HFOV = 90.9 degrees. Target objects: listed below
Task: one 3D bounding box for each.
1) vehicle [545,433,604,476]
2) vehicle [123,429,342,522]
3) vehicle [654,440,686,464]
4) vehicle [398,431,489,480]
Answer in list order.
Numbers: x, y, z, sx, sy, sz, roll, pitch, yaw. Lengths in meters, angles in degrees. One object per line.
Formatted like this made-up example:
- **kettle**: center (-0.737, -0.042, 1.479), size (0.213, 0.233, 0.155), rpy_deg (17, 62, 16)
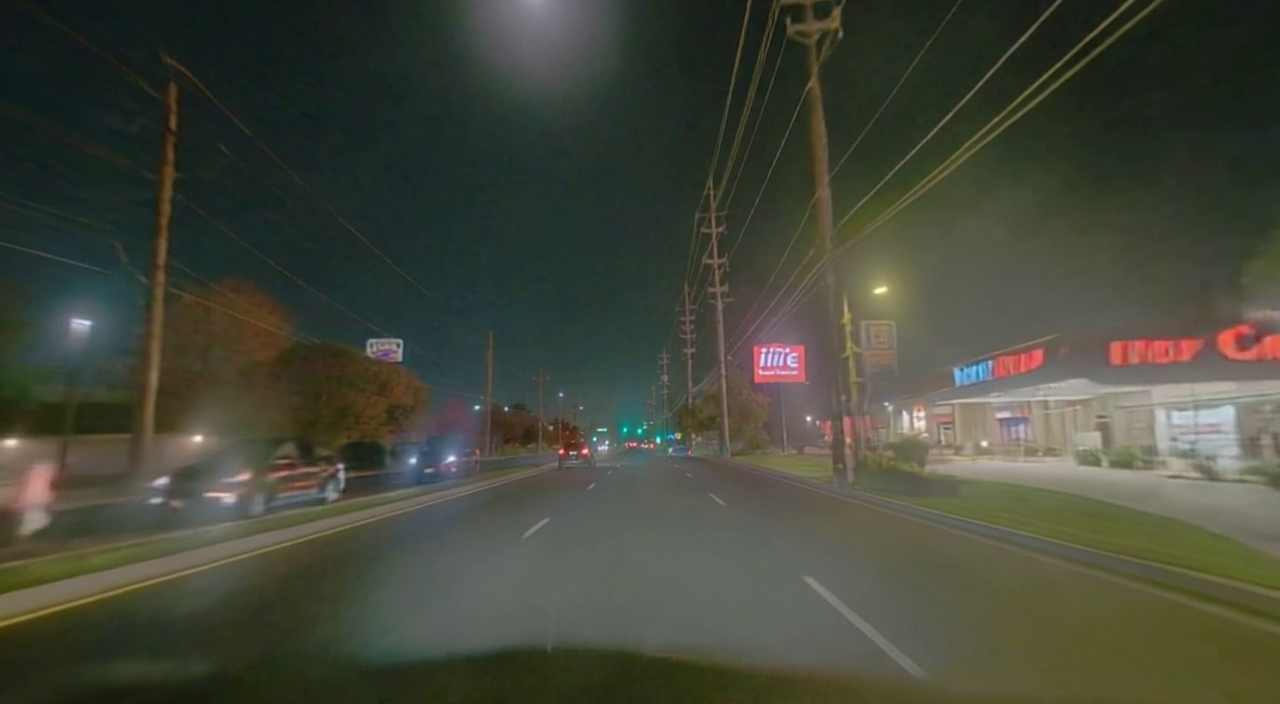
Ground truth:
- **vehicle**: center (-2.715, 4.368, 27.078), size (2.047, 1.664, 4.148), rpy_deg (-1, -8, 1)
- **vehicle**: center (-8.159, 2.483, 13.183), size (1.795, 1.607, 4.059), rpy_deg (-1, -8, 1)
- **vehicle**: center (1.956, 6.491, 41.064), size (1.978, 1.455, 4.195), rpy_deg (-1, -8, 2)
- **vehicle**: center (-7.823, 4.179, 25.662), size (2.009, 1.773, 4.925), rpy_deg (-1, -8, 2)
